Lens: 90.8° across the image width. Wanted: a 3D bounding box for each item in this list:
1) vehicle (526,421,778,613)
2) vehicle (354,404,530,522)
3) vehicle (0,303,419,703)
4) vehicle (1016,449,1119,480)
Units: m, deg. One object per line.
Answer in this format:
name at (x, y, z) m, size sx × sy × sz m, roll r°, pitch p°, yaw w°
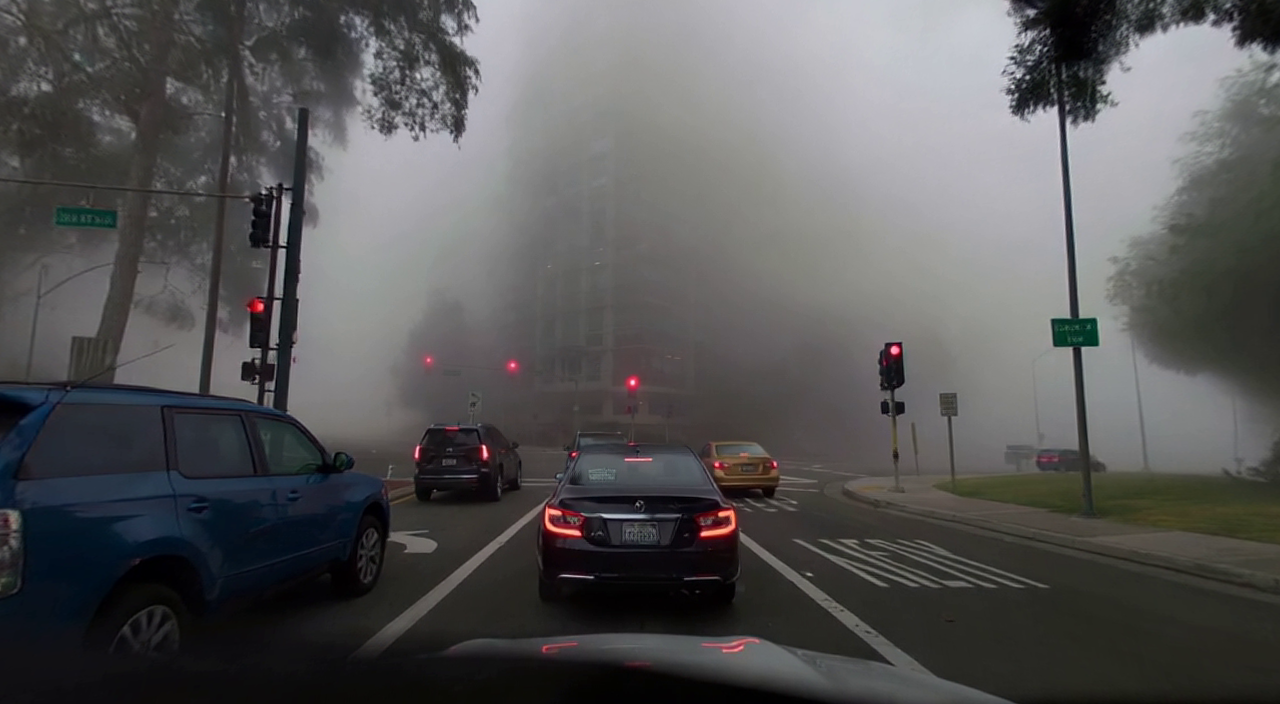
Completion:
vehicle at (-0.061, 1.629, 7.275) m, size 2.001 × 1.483 × 4.442 m, roll 0°, pitch -8°, yaw -4°
vehicle at (-3.874, 2.313, 13.689) m, size 2.305 × 1.984 × 5.586 m, roll 0°, pitch -8°, yaw -4°
vehicle at (-3.142, 1.014, 4.142) m, size 1.924 × 1.737 × 4.387 m, roll 0°, pitch -8°, yaw -2°
vehicle at (26.991, 7.095, 40.041) m, size 4.874 × 1.854 × 2.230 m, roll 0°, pitch -8°, yaw -1°
